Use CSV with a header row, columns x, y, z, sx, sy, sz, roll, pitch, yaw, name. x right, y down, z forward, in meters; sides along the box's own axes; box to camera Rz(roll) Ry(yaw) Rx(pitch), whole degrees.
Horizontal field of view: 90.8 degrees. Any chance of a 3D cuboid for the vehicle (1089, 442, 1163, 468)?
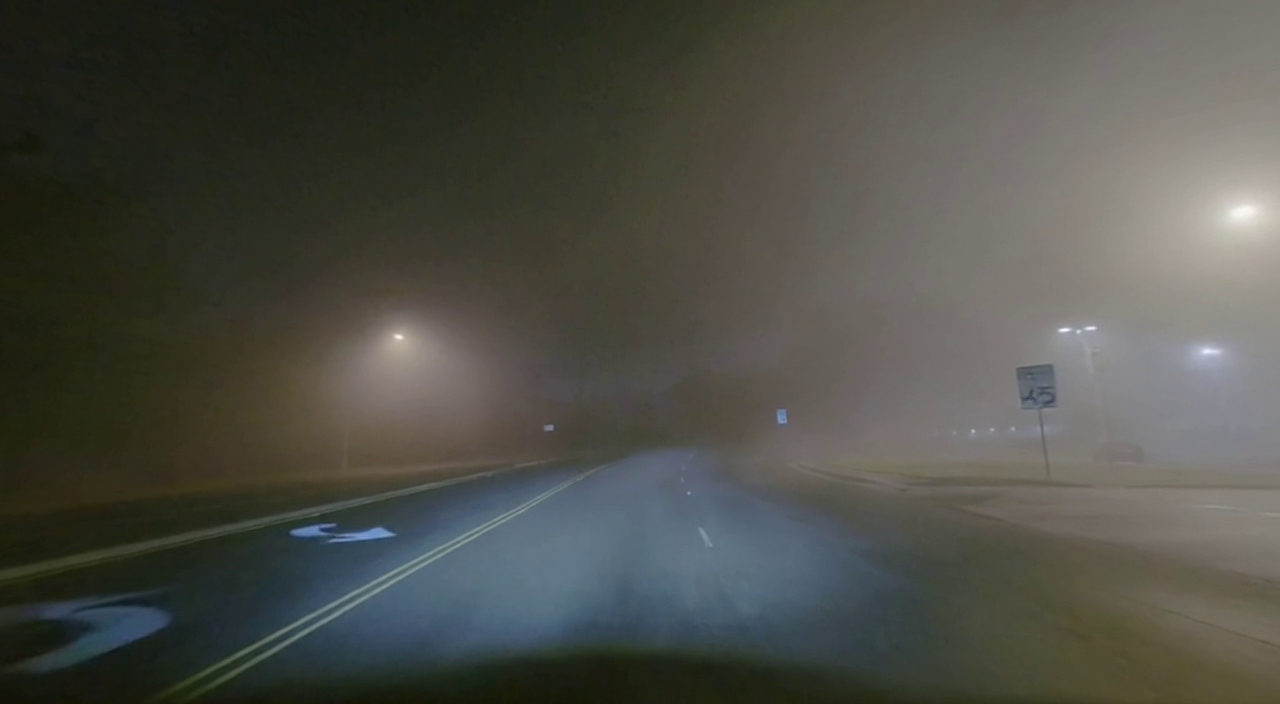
x,y,z,sx,sy,sz,roll,pitch,yaw,name
31.143,6.680,40.685,1.807,1.443,4.905,-1,-11,13,vehicle
